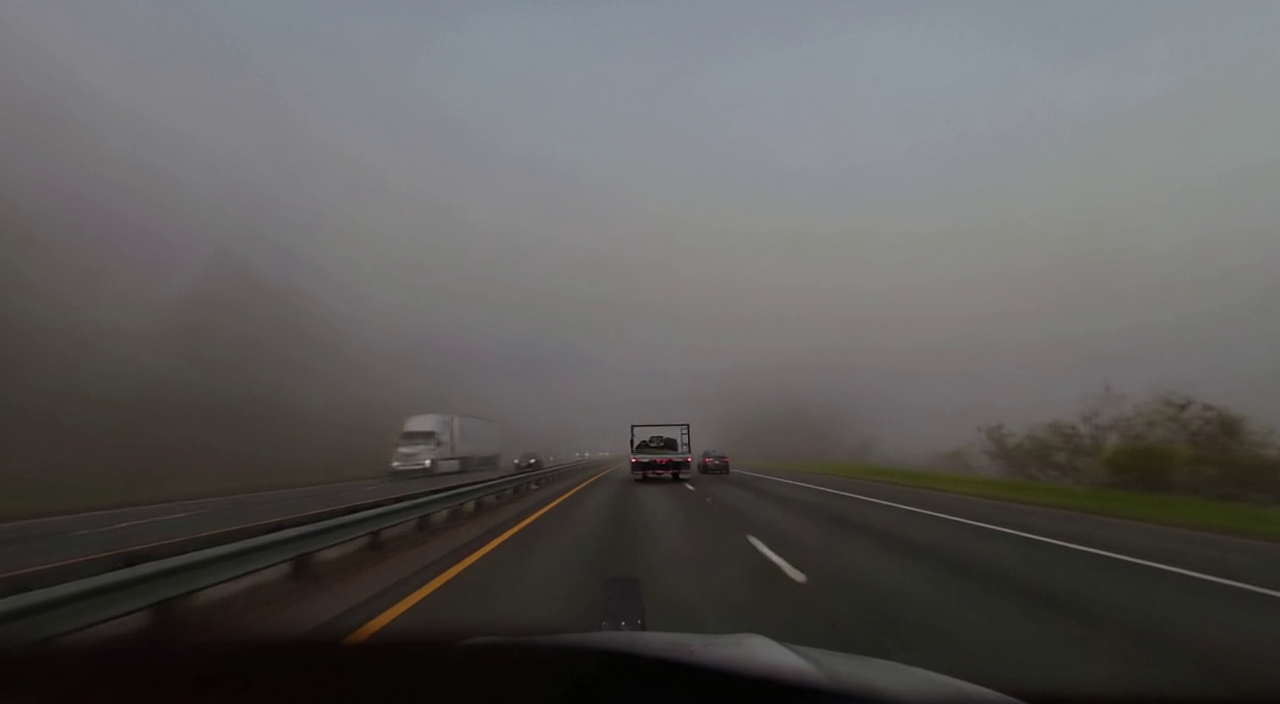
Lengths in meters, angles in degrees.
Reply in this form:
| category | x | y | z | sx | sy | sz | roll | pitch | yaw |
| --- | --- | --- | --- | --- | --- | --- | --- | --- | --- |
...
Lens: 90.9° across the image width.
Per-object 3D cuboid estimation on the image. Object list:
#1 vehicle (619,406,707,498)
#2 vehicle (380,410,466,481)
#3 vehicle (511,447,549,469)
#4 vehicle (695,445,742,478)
| category | x | y | z | sx | sy | sz | roll | pitch | yaw |
| --- | --- | --- | --- | --- | --- | --- | --- | --- | --- |
| vehicle | 0.547 | 3.155 | 20.073 | 2.423 | 2.517 | 5.055 | 0 | -9 | -2 |
| vehicle | -13.016 | 5.697 | 38.410 | 3.018 | 3.955 | 5.802 | 0 | -9 | 1 |
| vehicle | -8.563 | 8.294 | 49.504 | 2.051 | 1.586 | 4.739 | -1 | -9 | 2 |
| vehicle | 3.696 | 5.214 | 30.240 | 1.654 | 1.441 | 4.066 | 0 | -9 | -1 |
